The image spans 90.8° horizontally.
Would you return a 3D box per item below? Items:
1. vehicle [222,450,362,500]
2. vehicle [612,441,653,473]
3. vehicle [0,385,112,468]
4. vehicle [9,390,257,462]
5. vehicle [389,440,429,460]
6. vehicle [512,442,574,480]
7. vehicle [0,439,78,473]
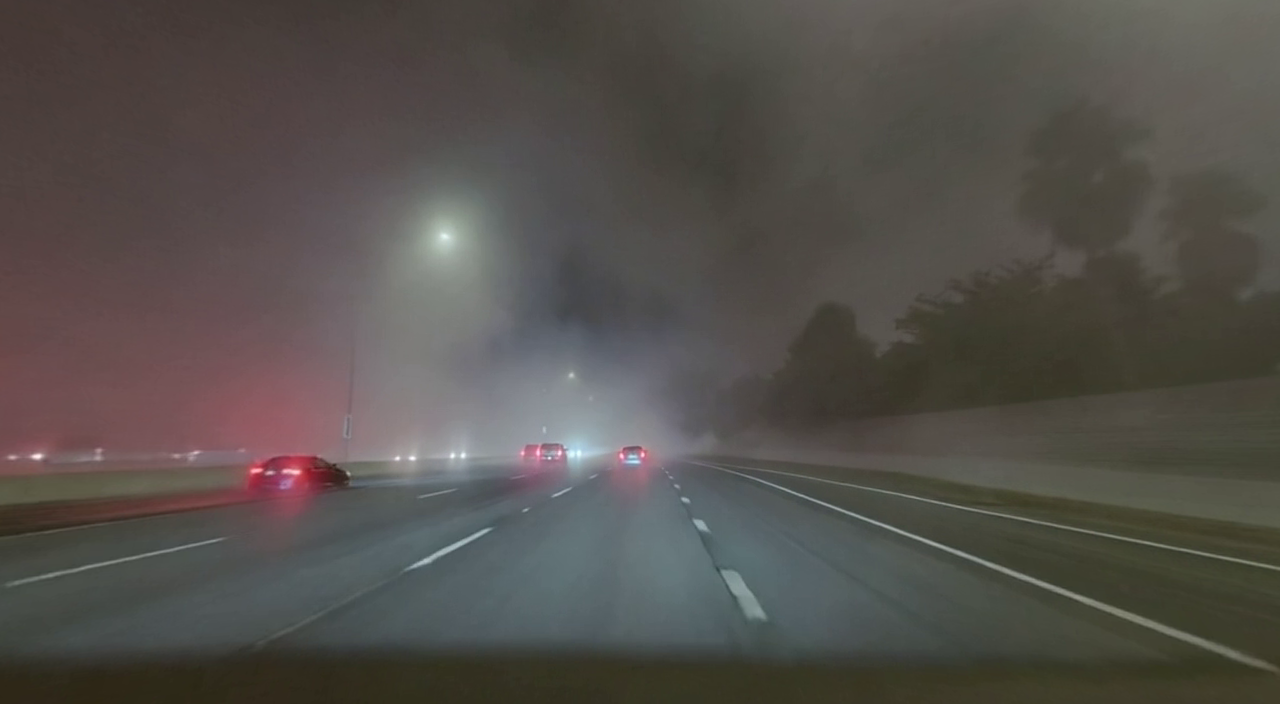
[{"bbox_3d":[-11.634,4.096,21.592,1.946,1.473,4.763,0,-9,2],"label":"vehicle"},{"bbox_3d":[-0.390,5.943,35.972,2.201,1.672,4.128,0,-9,0],"label":"vehicle"},{"bbox_3d":[-32.949,3.830,32.127,3.163,4.010,9.911,0,-9,3],"label":"vehicle"},{"bbox_3d":[-32.844,5.306,43.009,2.883,3.957,16.802,0,-9,1],"label":"vehicle"},{"bbox_3d":[-17.994,7.629,49.300,1.774,1.453,3.552,0,-9,0],"label":"vehicle"},{"bbox_3d":[-4.579,5.244,30.581,2.204,1.677,4.438,0,-9,1],"label":"vehicle"},{"bbox_3d":[-29.038,4.807,29.287,1.751,1.455,4.513,0,-9,1],"label":"vehicle"}]
